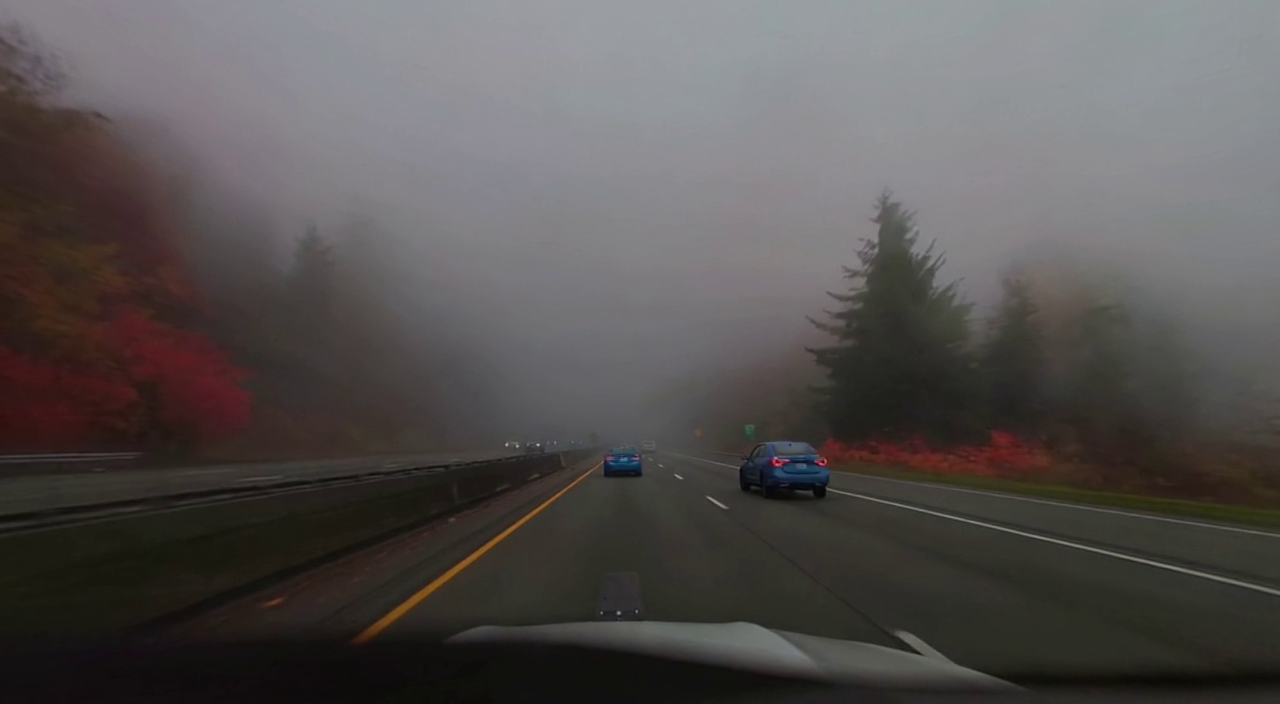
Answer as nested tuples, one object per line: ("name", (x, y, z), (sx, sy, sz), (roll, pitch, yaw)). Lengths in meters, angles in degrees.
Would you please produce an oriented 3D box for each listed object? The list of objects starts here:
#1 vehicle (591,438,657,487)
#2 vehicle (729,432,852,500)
("vehicle", (-0.532, 3.920, 22.504), (2.128, 1.516, 4.410), (-1, -9, 0))
("vehicle", (3.928, 3.073, 17.180), (2.300, 1.595, 4.144), (-1, -9, 0))
